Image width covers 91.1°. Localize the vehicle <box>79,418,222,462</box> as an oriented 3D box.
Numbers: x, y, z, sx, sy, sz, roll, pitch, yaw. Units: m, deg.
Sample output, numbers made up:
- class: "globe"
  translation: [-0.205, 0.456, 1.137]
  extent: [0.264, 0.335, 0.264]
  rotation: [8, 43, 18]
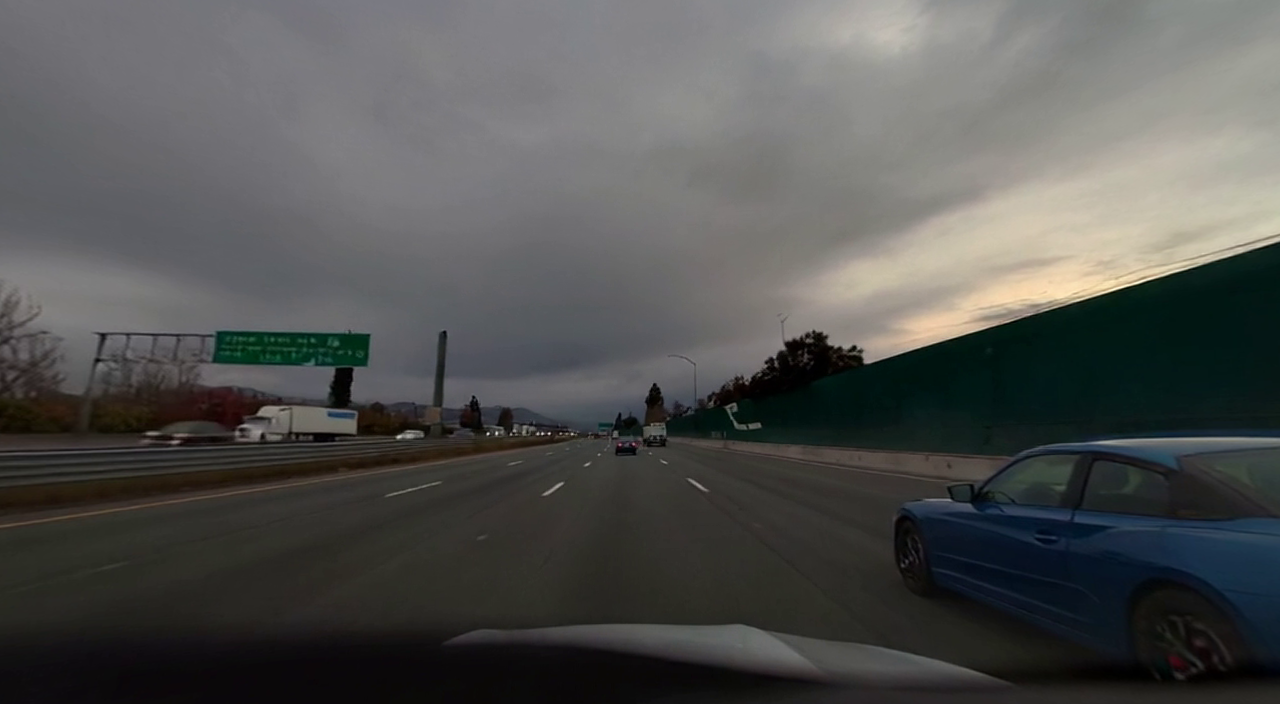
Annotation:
- class: "vehicle"
  translation: [-18.484, 3.362, 24.063]
  extent: [1.976, 1.523, 4.359]
  rotation: [0, -8, -1]
